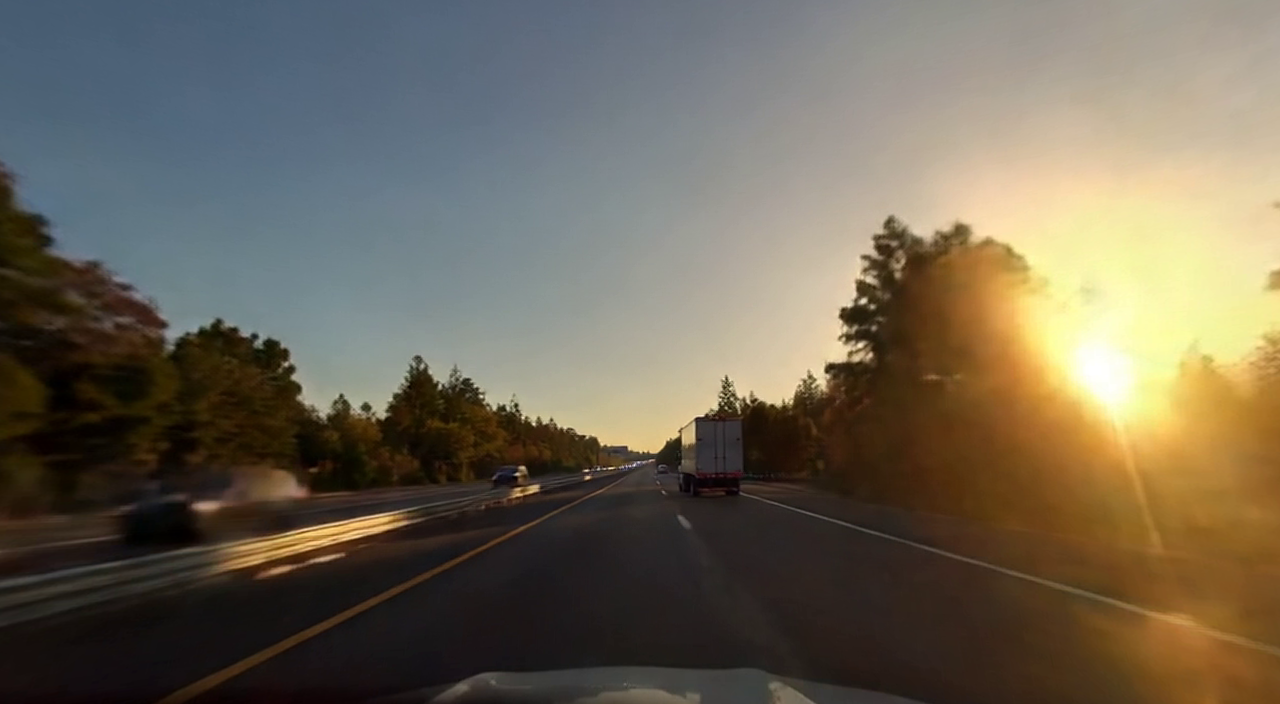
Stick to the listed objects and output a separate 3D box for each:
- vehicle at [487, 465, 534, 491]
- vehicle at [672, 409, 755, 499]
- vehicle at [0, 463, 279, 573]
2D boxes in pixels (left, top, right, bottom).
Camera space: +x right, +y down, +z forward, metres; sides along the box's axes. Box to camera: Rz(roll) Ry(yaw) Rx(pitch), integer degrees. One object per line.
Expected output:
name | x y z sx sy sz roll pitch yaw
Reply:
vehicle | -8.204 8.039 40.350 1.903 1.512 4.492 0 -10 1
vehicle | 3.745 5.939 36.027 3.204 4.102 13.306 0 -10 0
vehicle | -8.600 2.701 10.976 1.887 1.462 4.482 0 -10 1
